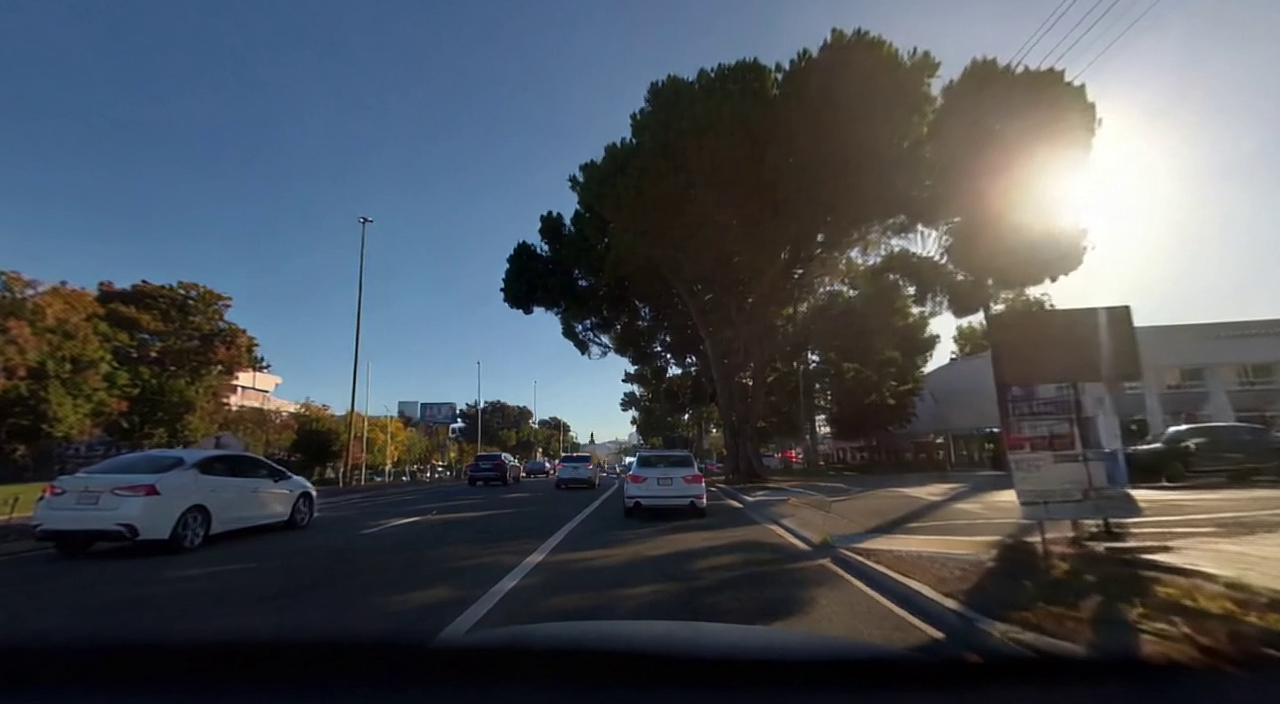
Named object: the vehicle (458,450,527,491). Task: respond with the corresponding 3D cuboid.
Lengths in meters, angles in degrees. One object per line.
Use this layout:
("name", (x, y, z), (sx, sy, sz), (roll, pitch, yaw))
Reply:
("vehicle", (-6.869, 5.525, 29.779), (2.032, 1.767, 4.549), (0, -9, 1))

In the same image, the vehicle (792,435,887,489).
("vehicle", (8.751, 4.853, 28.349), (2.412, 2.116, 5.939), (0, -8, 1))

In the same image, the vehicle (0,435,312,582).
("vehicle", (-7.033, 2.110, 9.378), (1.968, 1.657, 4.230), (0, -9, 1))

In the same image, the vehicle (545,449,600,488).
("vehicle", (-3.230, 5.676, 31.091), (2.055, 1.725, 4.732), (0, -9, 2))

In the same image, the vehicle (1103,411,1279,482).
("vehicle", (17.937, 2.872, 19.148), (5.852, 1.962, 2.323), (-7, -11, 41))

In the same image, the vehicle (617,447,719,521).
("vehicle", (0.604, 3.021, 14.972), (2.091, 1.494, 3.962), (0, -9, 1))
